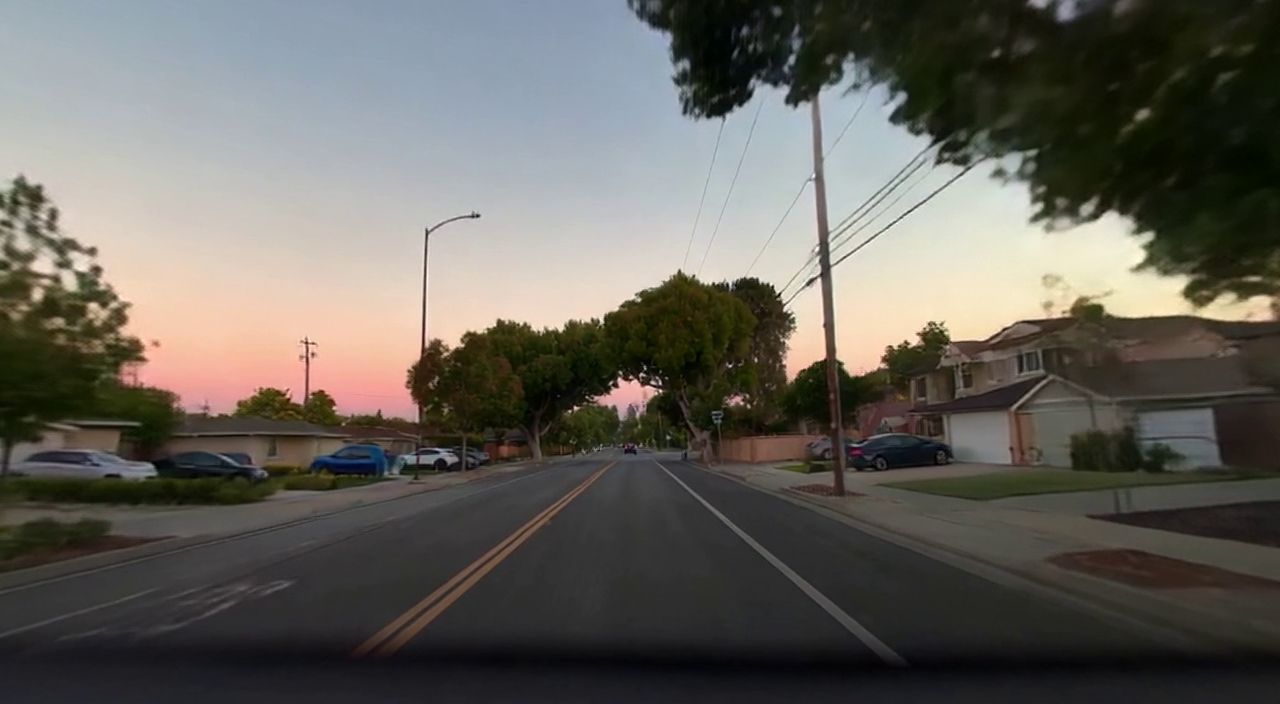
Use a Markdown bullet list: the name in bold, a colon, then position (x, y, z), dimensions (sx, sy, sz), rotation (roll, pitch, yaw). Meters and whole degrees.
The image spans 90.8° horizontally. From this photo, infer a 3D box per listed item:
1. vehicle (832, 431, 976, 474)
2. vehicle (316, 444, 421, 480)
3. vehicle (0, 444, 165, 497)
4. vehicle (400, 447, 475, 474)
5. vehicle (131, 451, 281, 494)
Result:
- **vehicle**: position (10.562, 4.036, 25.491), dimensions (4.908, 1.537, 2.065), rotation (0, -8, -7)
- **vehicle**: position (-13.059, 5.318, 30.651), dimensions (4.207, 1.648, 1.956), rotation (1, -8, -6)
- **vehicle**: position (-21.929, 4.482, 24.163), dimensions (5.369, 1.862, 2.338), rotation (1, -8, -8)
- **vehicle**: position (-12.454, 6.700, 39.037), dimensions (3.927, 1.560, 2.049), rotation (0, -8, -1)
- **vehicle**: position (-16.562, 4.609, 24.352), dimensions (4.199, 1.510, 2.058), rotation (2, -8, -10)
